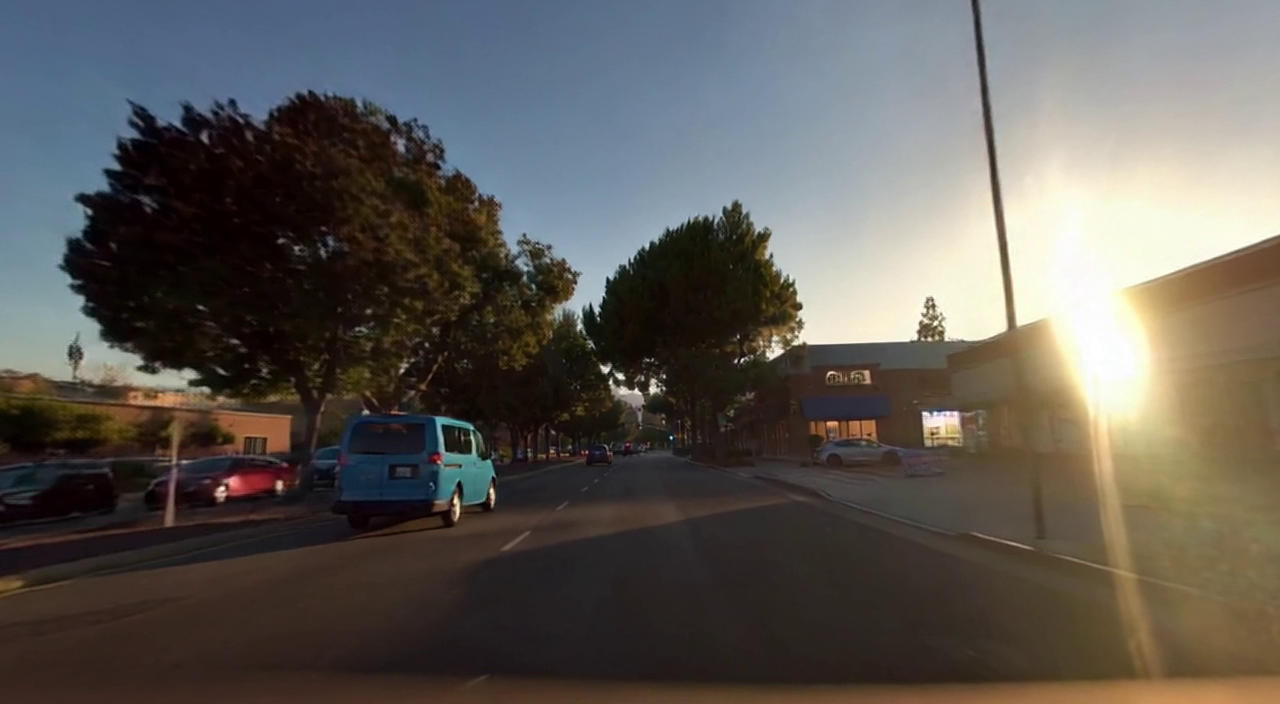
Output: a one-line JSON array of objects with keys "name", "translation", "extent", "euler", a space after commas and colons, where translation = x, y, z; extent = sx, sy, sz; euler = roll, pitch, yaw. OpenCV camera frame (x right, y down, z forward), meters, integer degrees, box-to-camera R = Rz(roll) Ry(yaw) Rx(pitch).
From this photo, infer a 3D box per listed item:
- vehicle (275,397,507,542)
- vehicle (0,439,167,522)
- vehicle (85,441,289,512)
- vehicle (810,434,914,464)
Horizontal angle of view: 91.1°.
[{"name": "vehicle", "translation": [-3.986, 1.992, 11.253], "extent": [2.152, 1.987, 4.952], "euler": [0, -8, -1]}, {"name": "vehicle", "translation": [-15.296, 3.222, 16.449], "extent": [1.936, 1.813, 4.921], "euler": [-1, -8, 0]}, {"name": "vehicle", "translation": [-12.156, 3.315, 17.408], "extent": [2.024, 1.656, 4.837], "euler": [0, -8, 0]}, {"name": "vehicle", "translation": [11.370, 4.980, 32.355], "extent": [4.607, 1.471, 1.982], "euler": [0, -8, 0]}]
